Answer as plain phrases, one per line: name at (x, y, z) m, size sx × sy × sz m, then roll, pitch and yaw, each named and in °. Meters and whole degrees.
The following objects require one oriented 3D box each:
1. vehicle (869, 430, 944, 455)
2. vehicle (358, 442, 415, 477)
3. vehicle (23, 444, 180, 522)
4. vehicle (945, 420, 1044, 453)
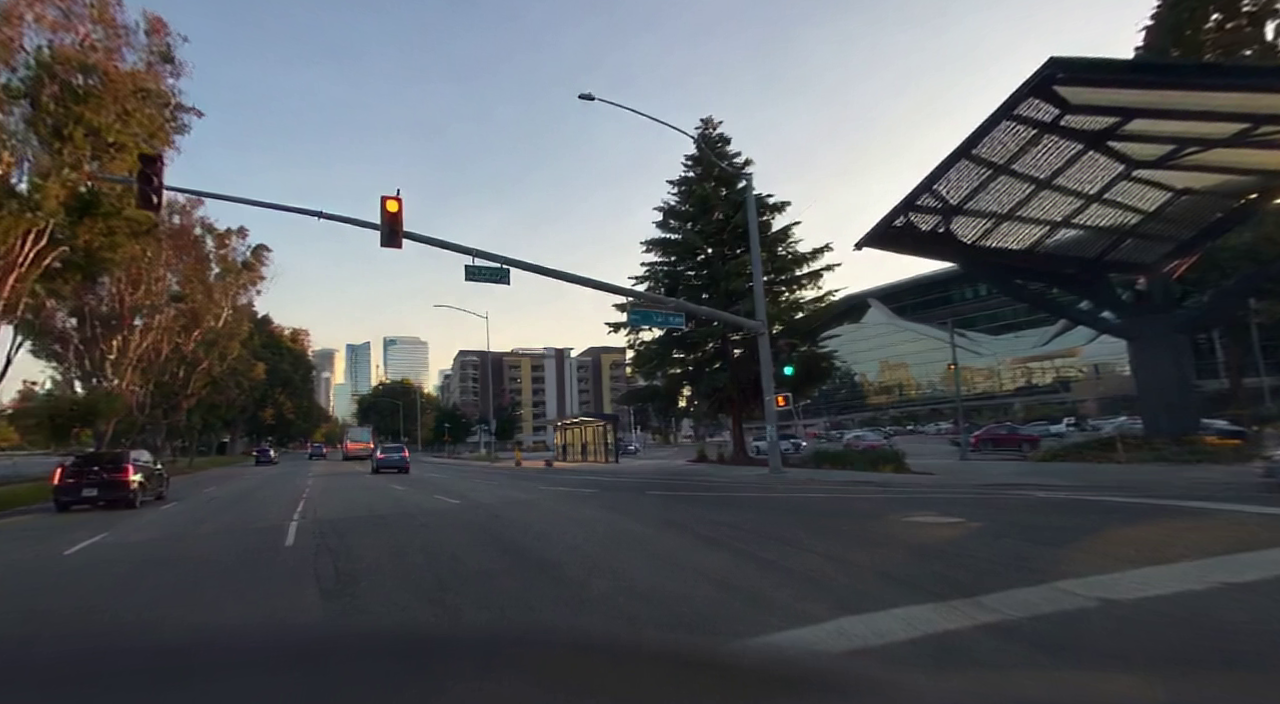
vehicle at (18.366, 6.285, 43.698) m, size 1.796 × 1.445 × 4.535 m, roll -1°, pitch -7°, yaw -29°
vehicle at (-14.178, 5.926, 35.120) m, size 2.345 × 1.803 × 4.261 m, roll 4°, pitch -9°, yaw -28°
vehicle at (-14.386, 3.415, 17.222) m, size 2.097 × 1.782 × 4.682 m, roll 4°, pitch -9°, yaw -27°
vehicle at (21.557, 5.206, 38.570) m, size 1.860 × 1.629 × 4.805 m, roll -1°, pitch -8°, yaw -32°
